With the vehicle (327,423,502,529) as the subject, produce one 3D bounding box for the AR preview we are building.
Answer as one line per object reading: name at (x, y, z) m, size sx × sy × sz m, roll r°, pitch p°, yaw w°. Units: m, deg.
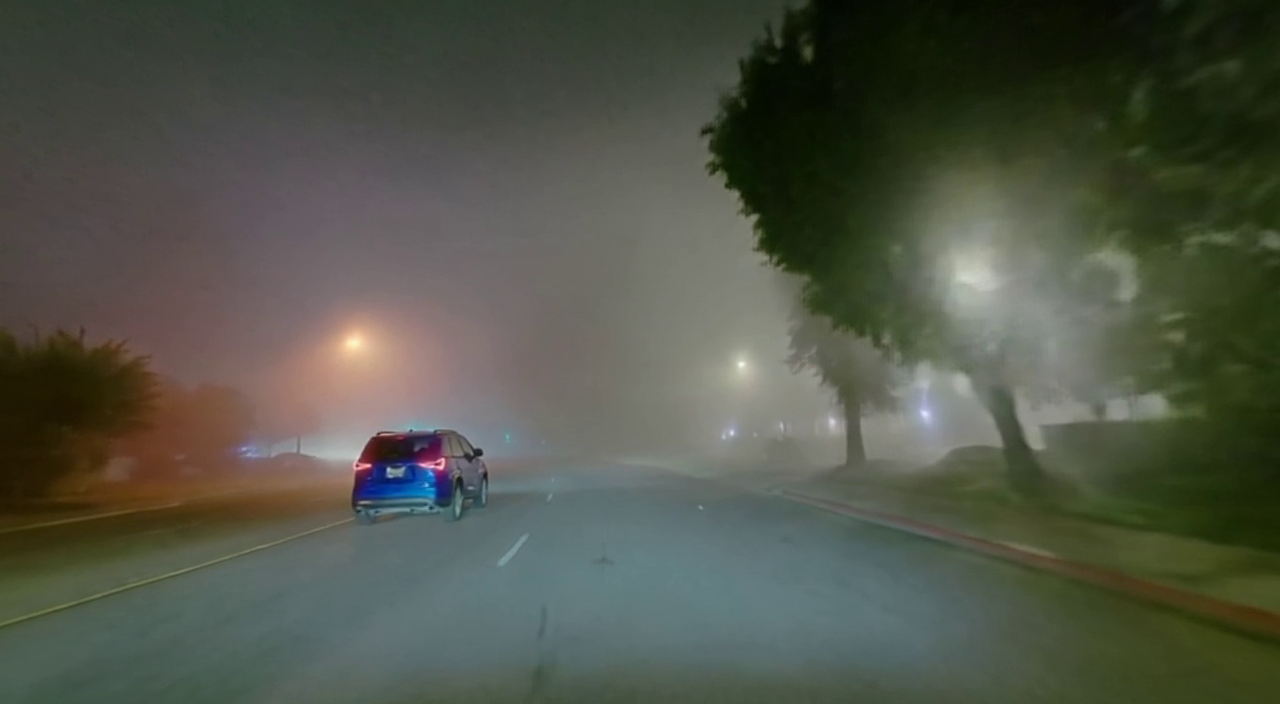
vehicle at (-4.311, 2.428, 12.979) m, size 2.175 × 1.772 × 4.442 m, roll 0°, pitch -8°, yaw -4°
